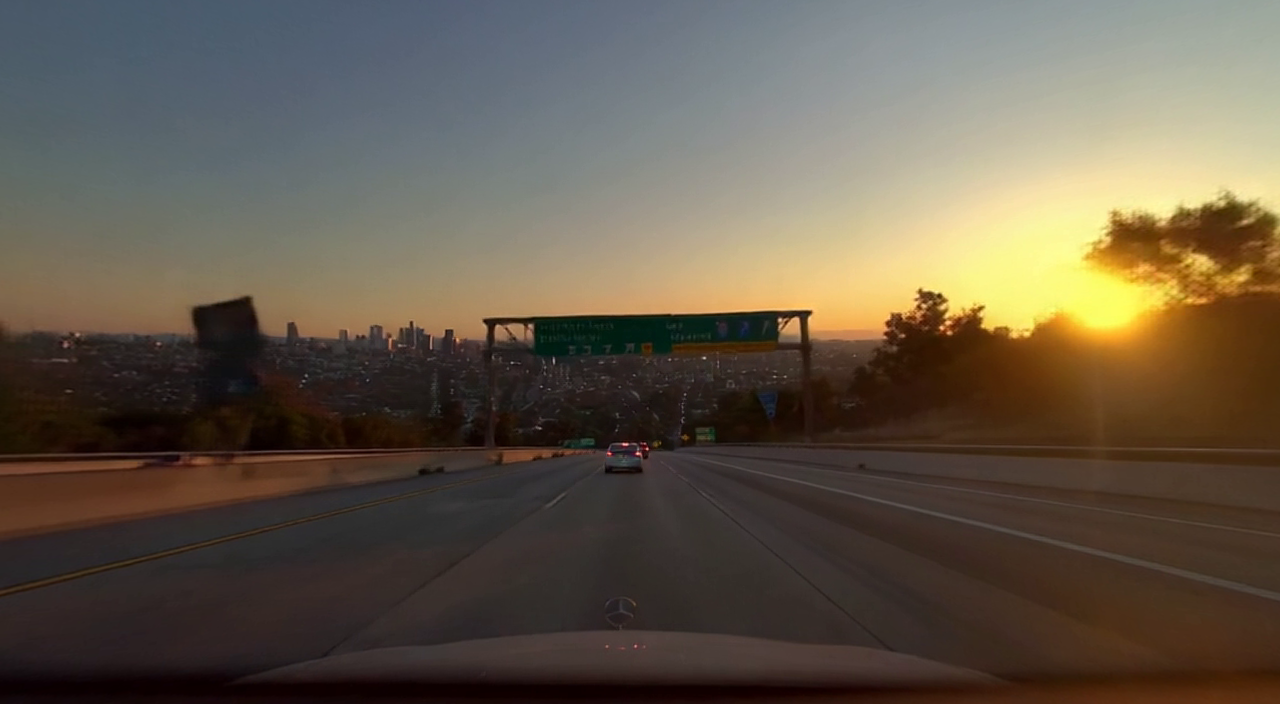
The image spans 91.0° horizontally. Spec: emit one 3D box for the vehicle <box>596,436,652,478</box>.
[{"bbox_3d":[-0.619,4.317,26.047,2.147,1.576,3.964,0,-8,0],"label":"vehicle"}]
